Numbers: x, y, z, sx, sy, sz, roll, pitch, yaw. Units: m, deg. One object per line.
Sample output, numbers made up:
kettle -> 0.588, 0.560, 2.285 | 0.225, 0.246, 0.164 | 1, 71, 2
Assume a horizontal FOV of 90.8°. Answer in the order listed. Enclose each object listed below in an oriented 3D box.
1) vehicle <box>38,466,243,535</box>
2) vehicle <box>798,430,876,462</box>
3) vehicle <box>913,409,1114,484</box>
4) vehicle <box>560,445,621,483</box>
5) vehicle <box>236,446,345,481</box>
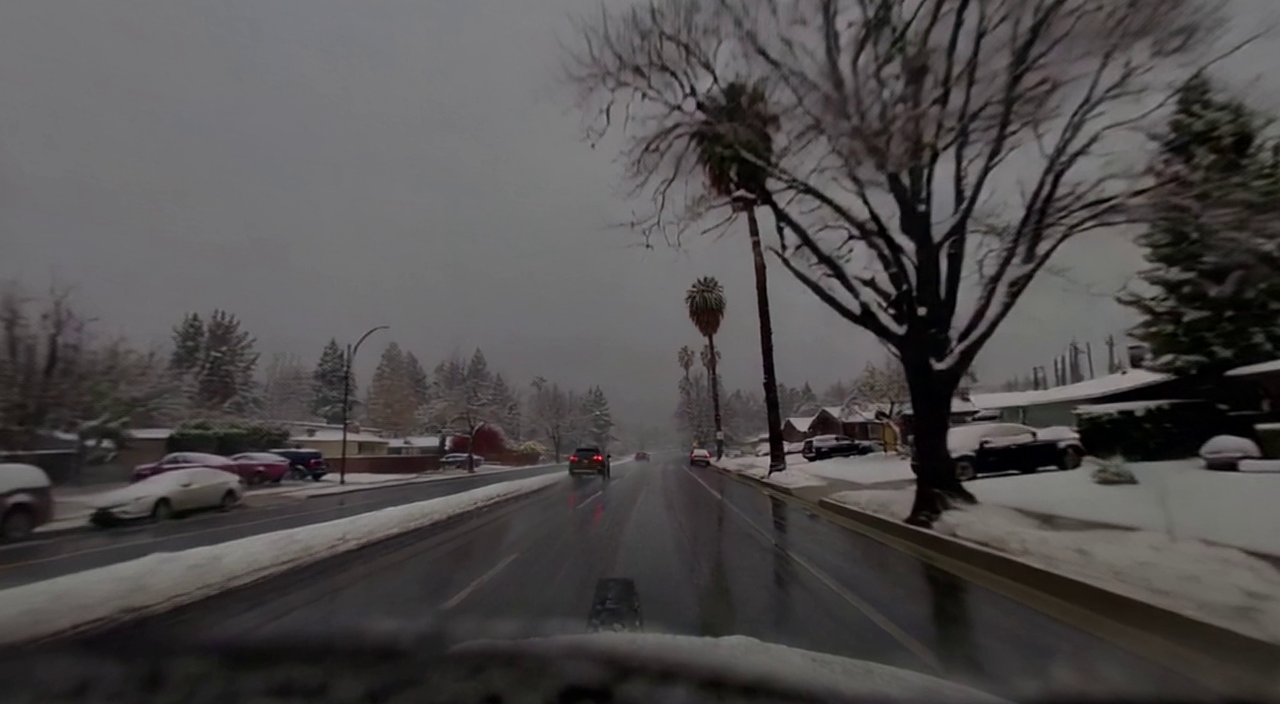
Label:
vehicle -> -13.535, 4.009, 17.591 | 1.995, 1.482, 4.448 | -4, -10, 2
vehicle -> 12.368, 5.922, 39.709 | 4.531, 1.864, 2.037 | 5, -10, -29
vehicle -> 10.959, 2.843, 18.871 | 4.549, 1.672, 2.008 | -6, -10, 2
vehicle -> -2.017, 4.715, 26.884 | 2.035, 1.474, 4.284 | 0, -9, 3
vehicle -> -20.188, 6.468, 36.713 | 4.942, 1.932, 2.247 | 0, -9, -2
